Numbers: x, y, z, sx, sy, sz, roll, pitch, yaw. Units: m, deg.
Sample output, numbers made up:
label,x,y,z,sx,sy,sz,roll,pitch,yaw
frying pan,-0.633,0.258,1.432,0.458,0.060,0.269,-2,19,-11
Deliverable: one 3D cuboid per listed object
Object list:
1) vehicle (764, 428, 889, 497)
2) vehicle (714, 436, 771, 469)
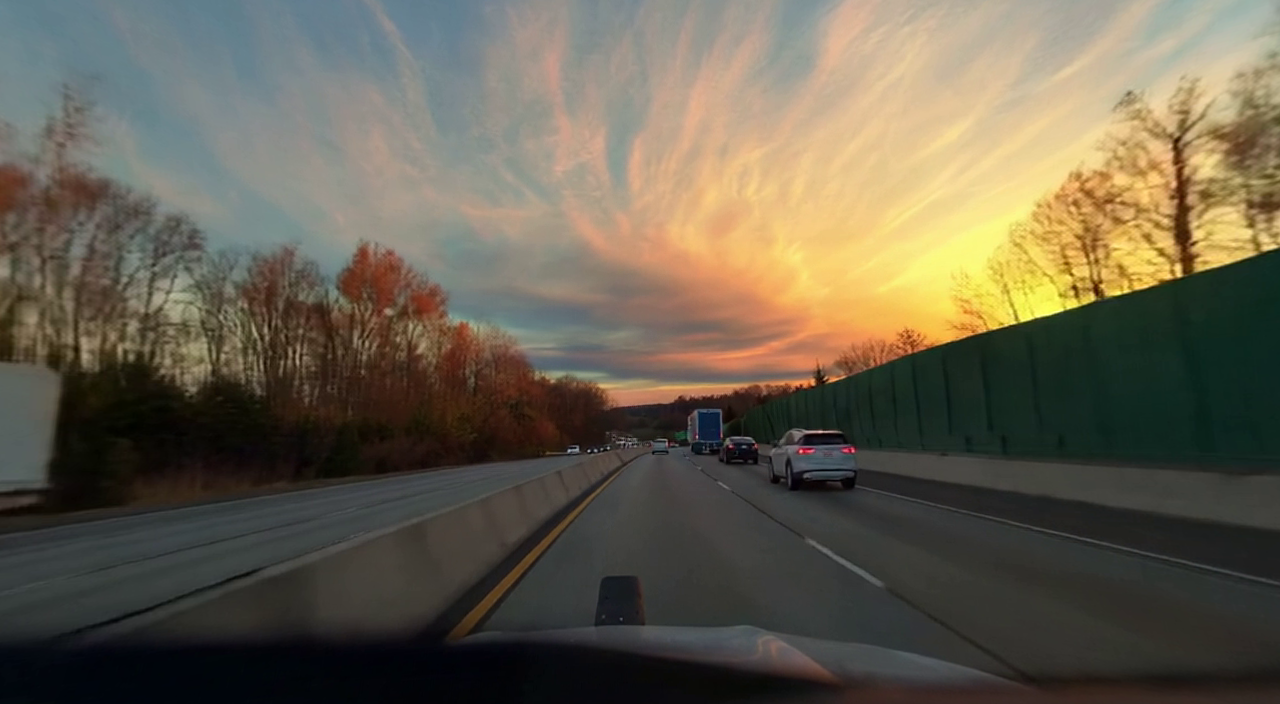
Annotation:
label,x,y,z,sx,sy,sz,roll,pitch,yaw
vehicle,4.608,2.782,16.224,1.940,1.539,4.005,0,-8,-1
vehicle,4.904,4.884,30.754,2.000,1.473,4.440,0,-8,0
